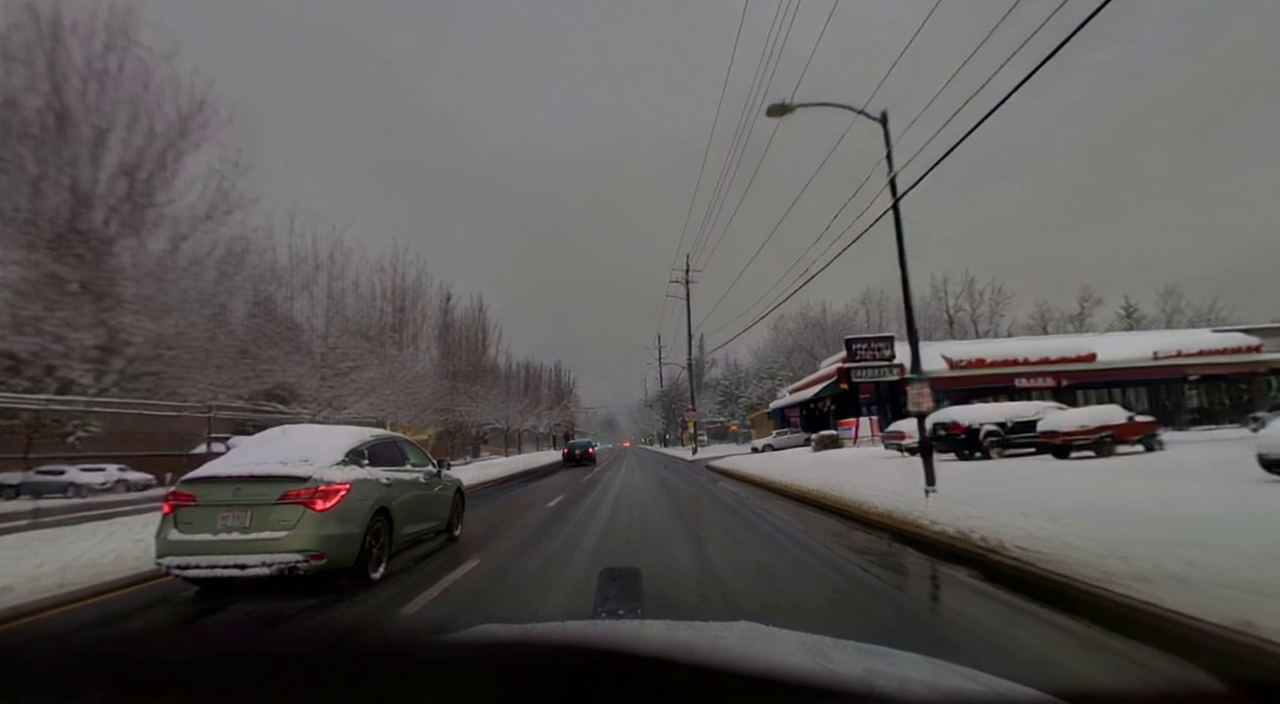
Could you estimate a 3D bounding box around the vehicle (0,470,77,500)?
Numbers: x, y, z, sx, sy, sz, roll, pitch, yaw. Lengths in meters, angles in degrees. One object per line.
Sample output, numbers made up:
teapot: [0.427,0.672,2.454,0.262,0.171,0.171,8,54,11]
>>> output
vehicle: [-36.387,7.841,37.445,1.965,1.470,4.482,0,-9,-3]

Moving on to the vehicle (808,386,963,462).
vehicle: [12.156,3.624,31.809,6.427,3.417,2.845,-2,-8,-2]

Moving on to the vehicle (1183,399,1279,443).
vehicle: [24.822,2.727,25.067,4.799,1.606,1.930,-1,-9,-3]

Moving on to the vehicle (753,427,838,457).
vehicle: [10.463,6.099,42.766,5.130,1.902,2.056,-1,-9,-2]

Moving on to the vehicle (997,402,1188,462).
vehicle: [13.271,2.400,18.741,4.165,1.650,1.946,0,-9,-3]

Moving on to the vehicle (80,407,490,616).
vehicle: [-3.411,1.632,7.434,2.126,1.655,4.560,0,-9,0]

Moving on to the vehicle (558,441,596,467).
vehicle: [-3.798,6.253,38.774,1.955,1.461,4.396,0,-9,-1]
